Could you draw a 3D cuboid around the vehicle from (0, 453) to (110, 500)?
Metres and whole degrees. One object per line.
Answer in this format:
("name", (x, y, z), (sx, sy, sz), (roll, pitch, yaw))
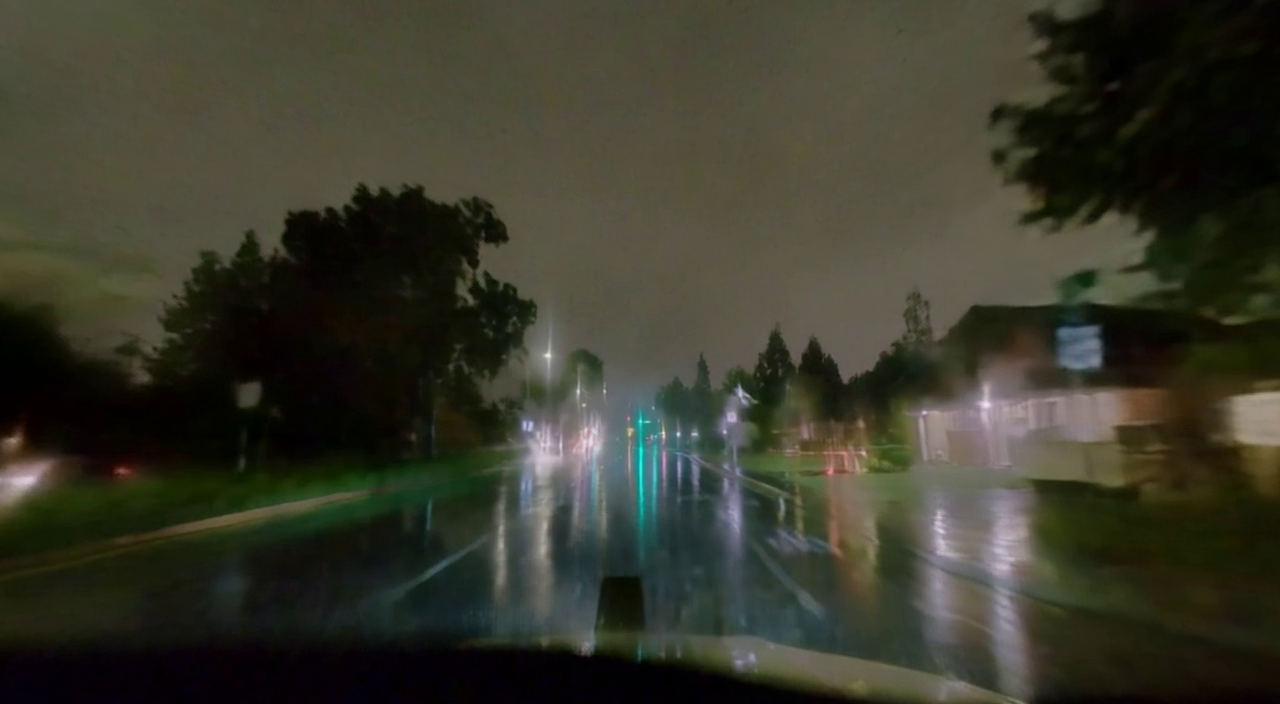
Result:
("vehicle", (-22.275, 4.453, 22.836), (1.989, 1.477, 4.760), (0, -8, 1))

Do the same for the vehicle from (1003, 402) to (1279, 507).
("vehicle", (10.140, 1.946, 12.482), (2.199, 1.661, 4.495), (3, -8, -31))
